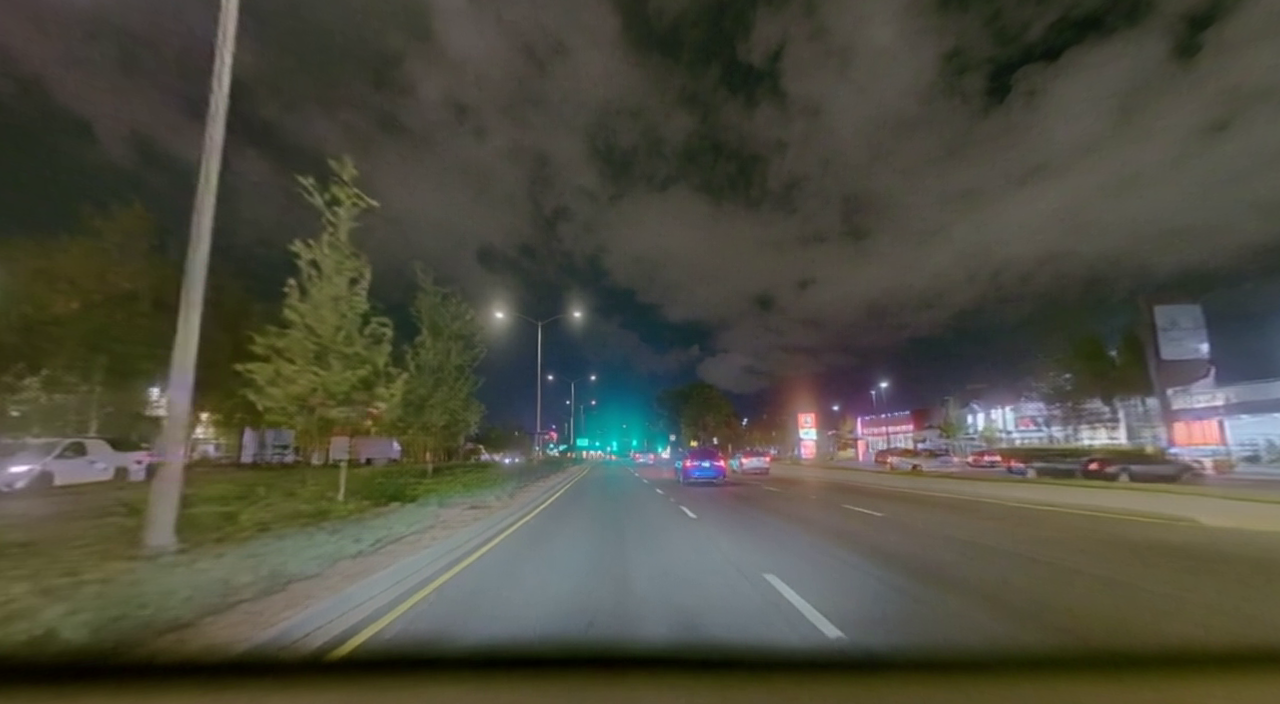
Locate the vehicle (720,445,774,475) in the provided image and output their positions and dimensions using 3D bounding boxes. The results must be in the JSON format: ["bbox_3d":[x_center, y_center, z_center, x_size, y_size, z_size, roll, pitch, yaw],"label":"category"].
[{"bbox_3d":[5.752,5.868,34.375,1.886,1.528,4.169,1,-9,-5],"label":"vehicle"}]

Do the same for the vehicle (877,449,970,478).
[{"bbox_3d":[15.924,6.238,35.360,4.486,1.532,1.939,3,-9,-16],"label":"vehicle"}]

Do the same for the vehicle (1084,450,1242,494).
[{"bbox_3d":[19.331,4.379,23.317,4.646,1.479,2.070,2,-9,-15],"label":"vehicle"}]

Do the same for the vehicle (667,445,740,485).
[{"bbox_3d":[2.459,4.532,25.558,2.256,1.451,4.313,0,-9,-4],"label":"vehicle"}]

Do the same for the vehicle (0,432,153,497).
[{"bbox_3d":[-21.904,4.068,23.055,2.593,2.075,6.841,0,-9,1],"label":"vehicle"}]
